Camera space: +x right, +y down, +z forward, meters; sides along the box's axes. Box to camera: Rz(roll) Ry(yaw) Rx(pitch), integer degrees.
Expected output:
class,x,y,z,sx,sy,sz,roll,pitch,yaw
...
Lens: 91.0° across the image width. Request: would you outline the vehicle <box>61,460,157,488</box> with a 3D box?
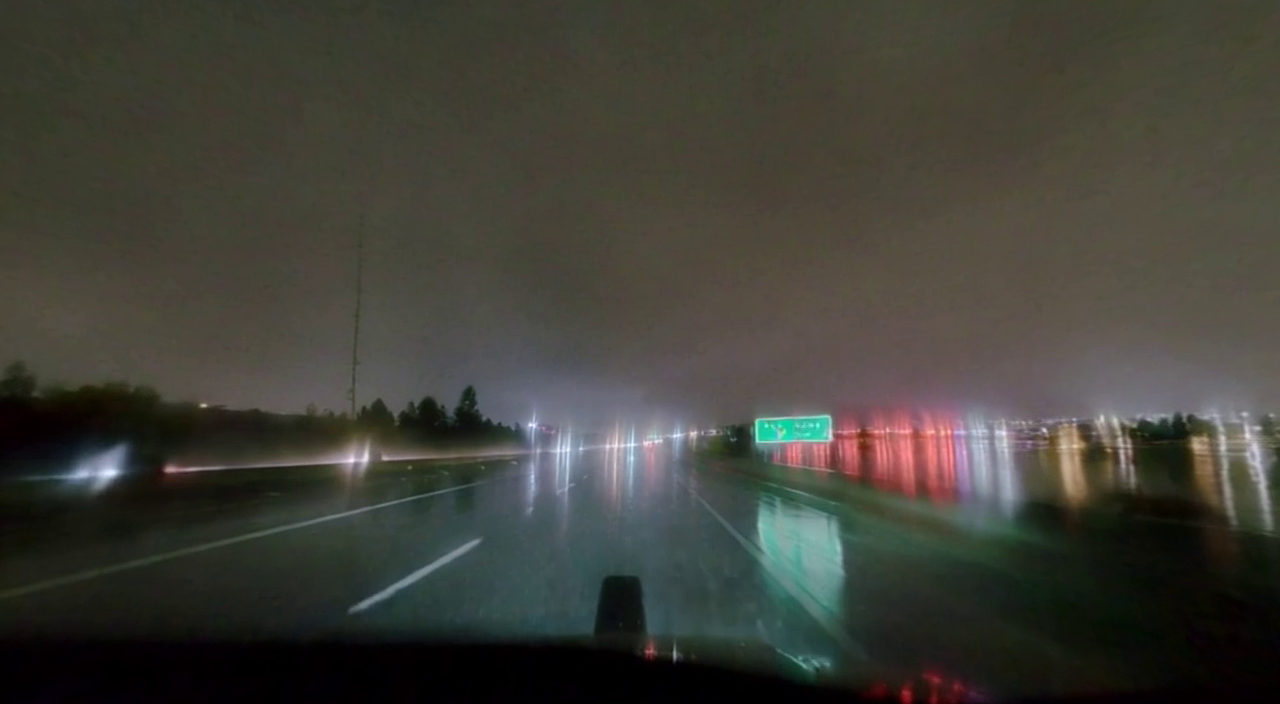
class,x,y,z,sx,sy,sz,roll,pitch,yaw
vehicle,-31.638,7.262,37.716,1.861,1.439,4.457,0,-9,1
